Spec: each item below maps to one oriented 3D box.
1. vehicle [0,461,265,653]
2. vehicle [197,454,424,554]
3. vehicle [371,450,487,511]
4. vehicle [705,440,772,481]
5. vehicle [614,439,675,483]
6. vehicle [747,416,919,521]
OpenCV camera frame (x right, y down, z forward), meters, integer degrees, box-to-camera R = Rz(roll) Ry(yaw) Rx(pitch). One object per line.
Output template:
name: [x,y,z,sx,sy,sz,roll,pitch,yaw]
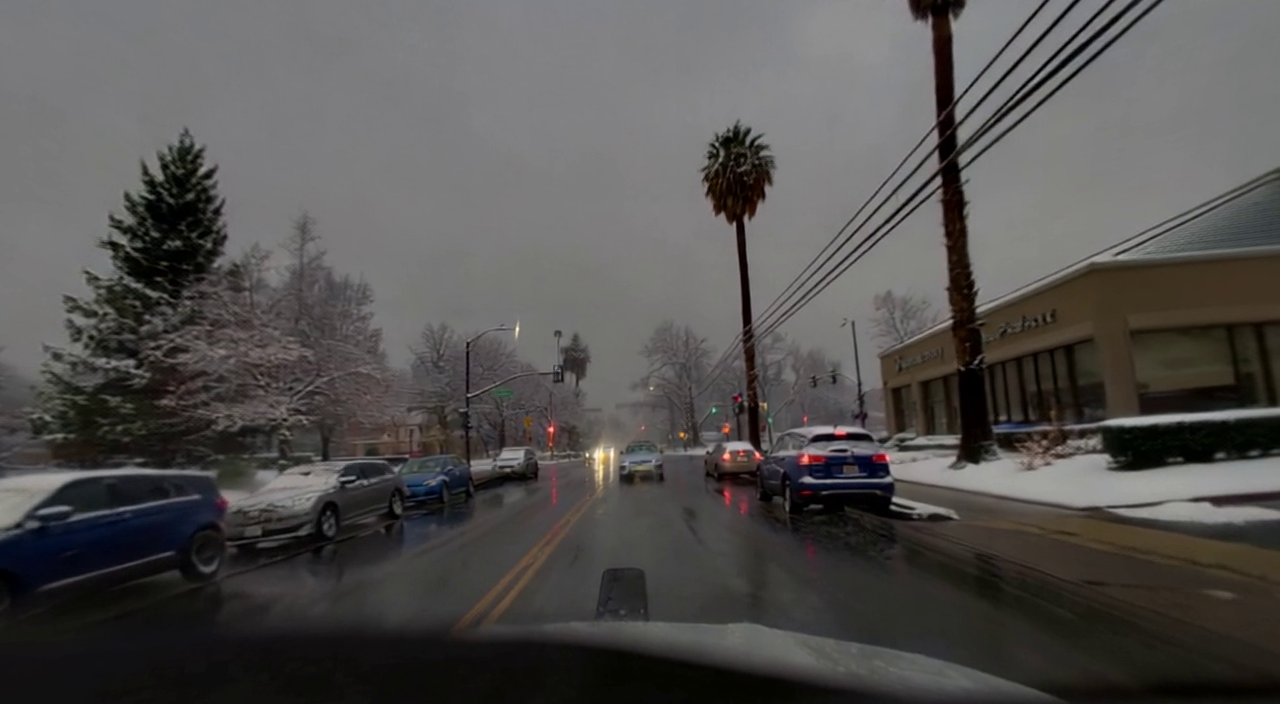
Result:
vehicle: [-6.209,1.956,6.552,1.810,1.489,4.336,-1,-8,3]
vehicle: [-6.089,2.821,12.473,1.874,1.472,4.668,0,-8,1]
vehicle: [-6.048,3.699,18.674,1.850,1.482,4.454,0,-8,1]
vehicle: [3.711,4.148,24.504,1.821,1.417,4.454,0,-8,0]
vehicle: [0.129,3.995,23.440,2.060,1.452,4.078,0,-8,0]
vehicle: [3.753,2.378,13.474,2.099,1.786,5.198,0,-8,1]
